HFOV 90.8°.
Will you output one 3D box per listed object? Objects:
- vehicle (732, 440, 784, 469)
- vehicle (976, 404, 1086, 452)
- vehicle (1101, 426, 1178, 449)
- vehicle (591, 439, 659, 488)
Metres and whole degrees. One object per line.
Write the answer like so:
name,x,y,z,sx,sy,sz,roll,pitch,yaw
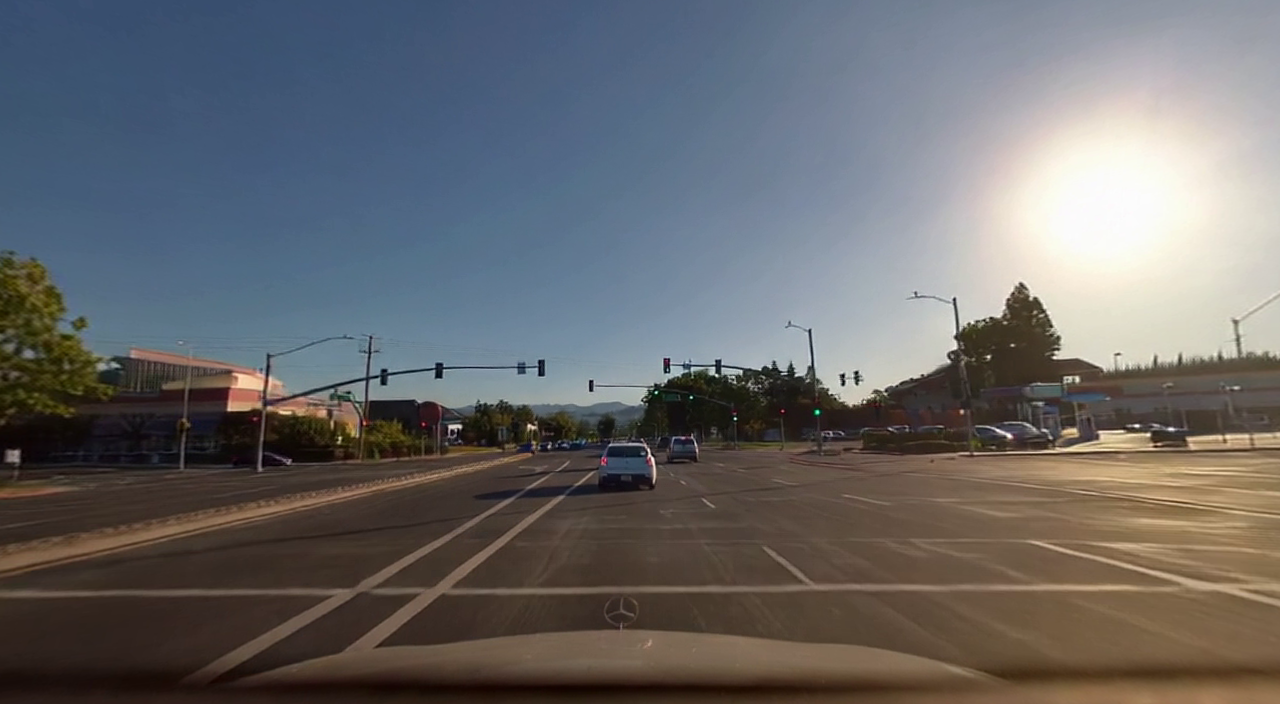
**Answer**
vehicle,6.308,5.549,34.326,1.890,1.489,4.396,0,-9,-1
vehicle,28.981,5.799,47.365,2.940,3.265,7.968,0,-9,-1
vehicle,37.571,6.501,47.674,1.879,1.650,4.496,1,-9,-5
vehicle,-0.453,3.615,20.811,2.040,1.451,3.736,0,-9,0
